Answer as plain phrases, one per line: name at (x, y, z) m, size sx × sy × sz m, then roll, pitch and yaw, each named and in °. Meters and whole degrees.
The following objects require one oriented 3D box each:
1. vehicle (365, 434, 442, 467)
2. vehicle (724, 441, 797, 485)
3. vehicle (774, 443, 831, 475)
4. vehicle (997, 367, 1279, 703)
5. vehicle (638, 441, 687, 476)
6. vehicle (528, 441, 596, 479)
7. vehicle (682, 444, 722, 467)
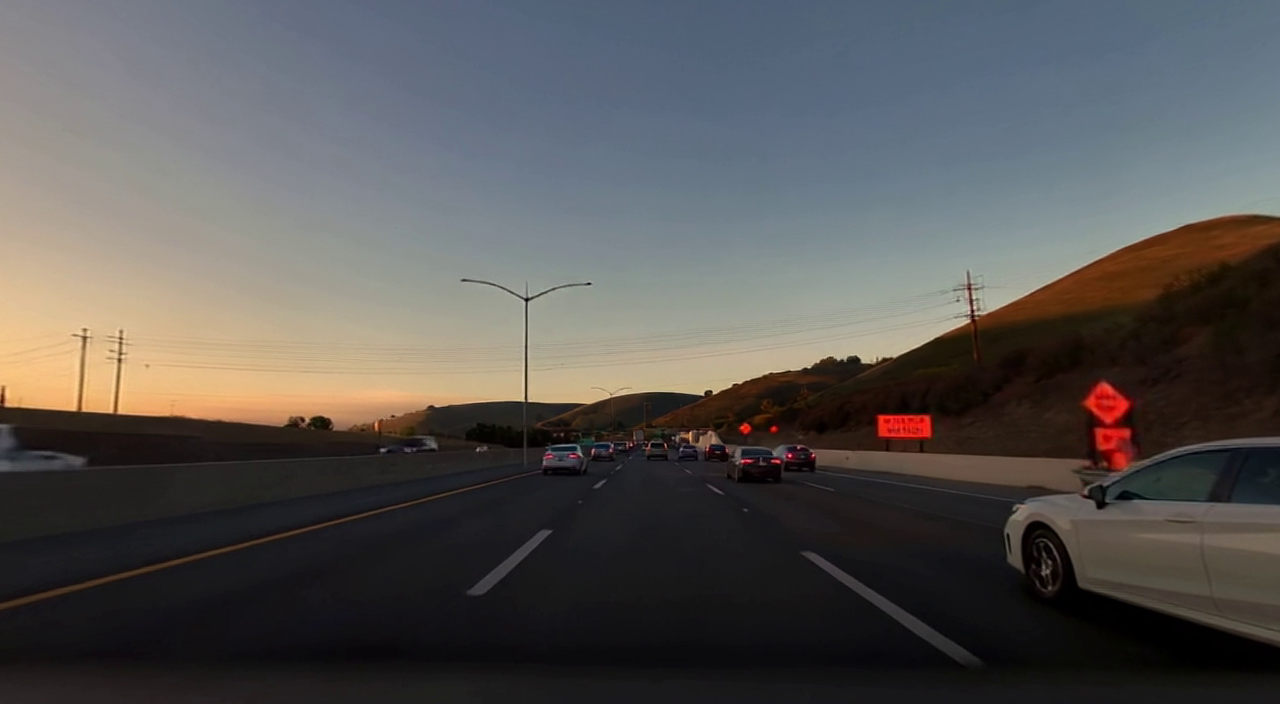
vehicle at (-13.723, 5.781, 37.070) m, size 2.147 × 1.742 × 5.739 m, roll -1°, pitch -8°, yaw 2°
vehicle at (4.411, 4.119, 23.713) m, size 1.867 × 1.465 × 4.093 m, roll 0°, pitch -8°, yaw -1°
vehicle at (8.301, 5.489, 32.601) m, size 1.843 × 1.505 × 4.007 m, roll 0°, pitch -8°, yaw 0°
vehicle at (3.879, 0.884, 2.685) m, size 2.018 × 1.670 × 4.658 m, roll 0°, pitch -8°, yaw 1°
vehicle at (0.964, 4.969, 29.660) m, size 2.138 × 1.473 × 4.392 m, roll 0°, pitch -8°, yaw 0°
vehicle at (-3.189, 4.526, 26.707) m, size 2.232 × 1.438 × 4.163 m, roll -1°, pitch -8°, yaw 2°
vehicle at (3.977, 6.729, 41.196) m, size 2.177 × 1.453 × 4.205 m, roll 0°, pitch -8°, yaw 0°
